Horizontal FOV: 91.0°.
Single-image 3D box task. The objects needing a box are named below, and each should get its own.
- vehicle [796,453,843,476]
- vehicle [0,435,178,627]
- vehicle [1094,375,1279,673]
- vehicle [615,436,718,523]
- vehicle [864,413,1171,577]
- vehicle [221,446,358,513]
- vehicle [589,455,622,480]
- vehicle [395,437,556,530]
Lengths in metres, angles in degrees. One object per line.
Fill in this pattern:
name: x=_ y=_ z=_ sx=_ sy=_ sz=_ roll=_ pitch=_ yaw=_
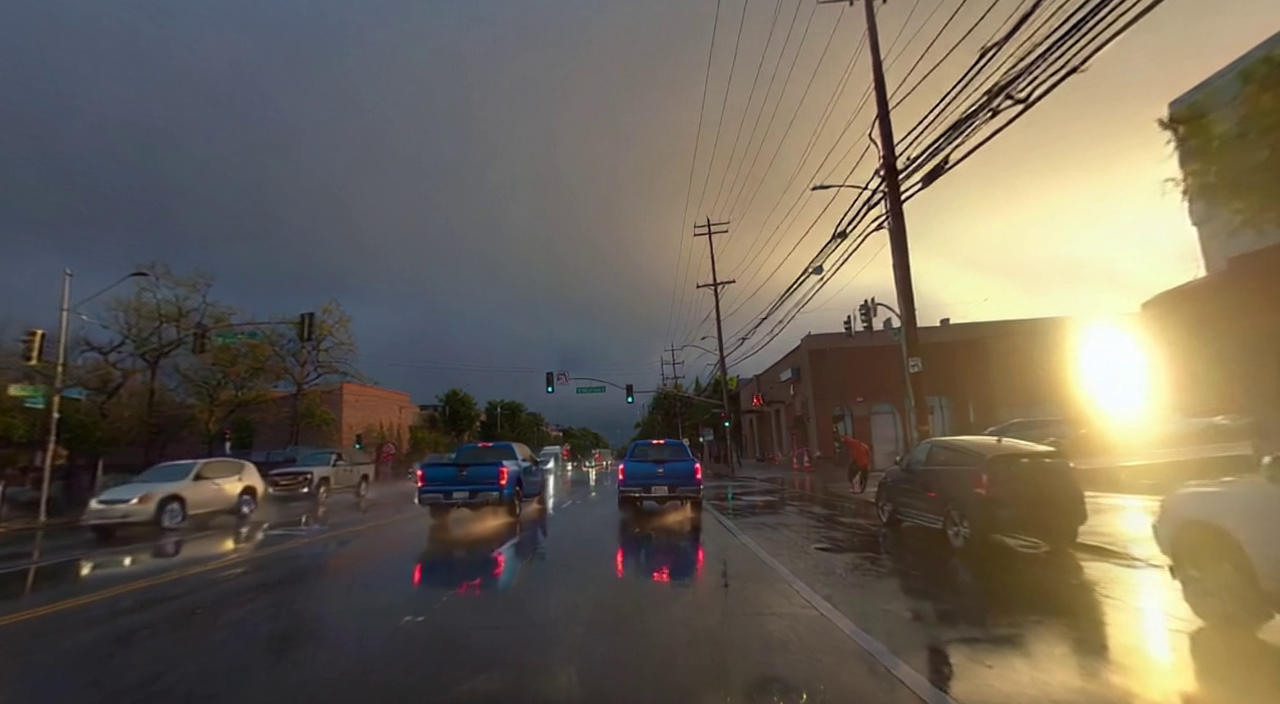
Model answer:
vehicle: x=13.392 y=8.394 z=47.255 sx=2.075 sy=1.556 sz=4.585 roll=1 pitch=-9 yaw=-1
vehicle: x=-6.228 y=1.403 z=4.791 sx=1.994 sy=1.551 sz=4.414 roll=0 pitch=-9 yaw=1
vehicle: x=4.865 y=0.900 z=2.848 sx=2.007 sy=1.786 sz=4.870 roll=0 pitch=-9 yaw=1
vehicle: x=0.796 y=2.925 z=15.092 sx=2.089 sy=1.699 sz=4.650 roll=-1 pitch=-9 yaw=7
vehicle: x=5.089 y=1.960 z=9.490 sx=1.974 sy=1.823 sz=4.576 roll=0 pitch=-9 yaw=3
vehicle: x=-11.500 y=4.150 z=21.153 sx=2.133 sy=1.952 sz=4.856 roll=1 pitch=-9 yaw=-5
vehicle: x=-2.606 y=8.896 z=48.692 sx=2.140 sy=1.768 sz=5.092 roll=0 pitch=-9 yaw=1
vehicle: x=-3.139 y=2.615 z=13.166 sx=1.995 sy=1.554 sz=4.618 roll=0 pitch=-9 yaw=1
